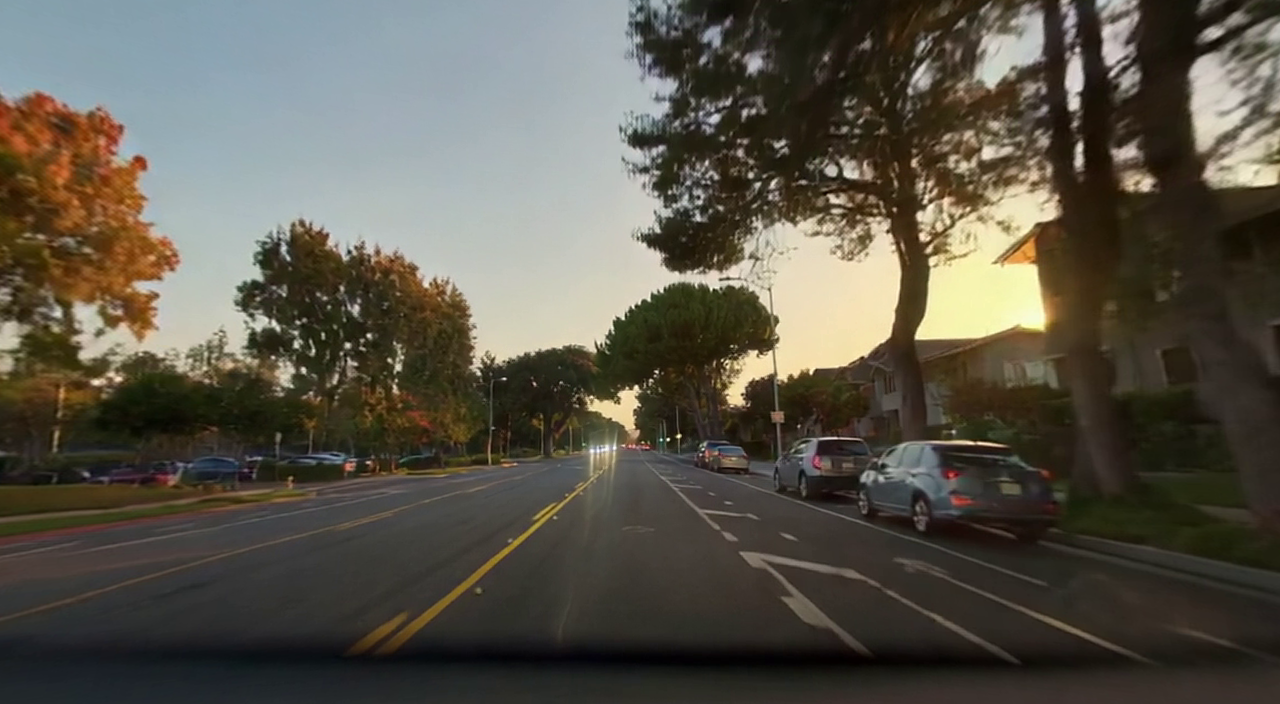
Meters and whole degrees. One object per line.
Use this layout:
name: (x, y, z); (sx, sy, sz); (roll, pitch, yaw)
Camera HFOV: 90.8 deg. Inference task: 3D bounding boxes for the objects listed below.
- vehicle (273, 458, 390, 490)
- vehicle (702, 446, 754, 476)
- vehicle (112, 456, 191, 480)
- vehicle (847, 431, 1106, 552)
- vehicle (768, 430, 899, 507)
vehicle: (-15.492, 6.160, 31.944); (4.826, 1.491, 2.086); (1, -9, -4)
vehicle: (4.462, 5.586, 32.667); (1.935, 1.433, 4.241); (0, -9, -2)
vehicle: (-37.072, 8.804, 48.104); (4.414, 1.651, 1.912); (5, -10, -30)
vehicle: (4.989, 2.090, 10.122); (1.837, 1.532, 3.886); (1, -9, -3)
vehicle: (4.840, 2.960, 16.518); (2.028, 1.731, 4.241); (0, -9, -1)
